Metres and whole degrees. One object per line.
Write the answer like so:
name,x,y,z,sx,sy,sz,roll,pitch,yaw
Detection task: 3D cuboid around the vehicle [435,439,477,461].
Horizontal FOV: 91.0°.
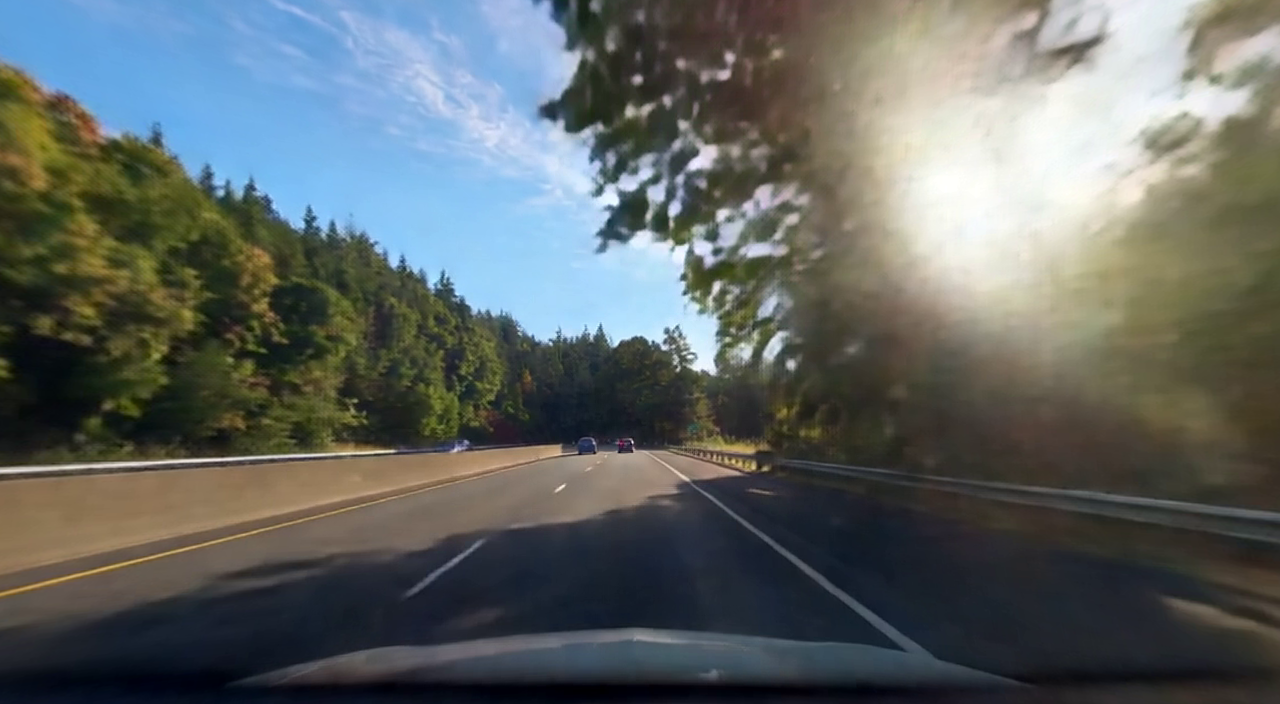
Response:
vehicle,-13.353,7.130,45.889,1.851,1.461,4.001,0,-8,-1
